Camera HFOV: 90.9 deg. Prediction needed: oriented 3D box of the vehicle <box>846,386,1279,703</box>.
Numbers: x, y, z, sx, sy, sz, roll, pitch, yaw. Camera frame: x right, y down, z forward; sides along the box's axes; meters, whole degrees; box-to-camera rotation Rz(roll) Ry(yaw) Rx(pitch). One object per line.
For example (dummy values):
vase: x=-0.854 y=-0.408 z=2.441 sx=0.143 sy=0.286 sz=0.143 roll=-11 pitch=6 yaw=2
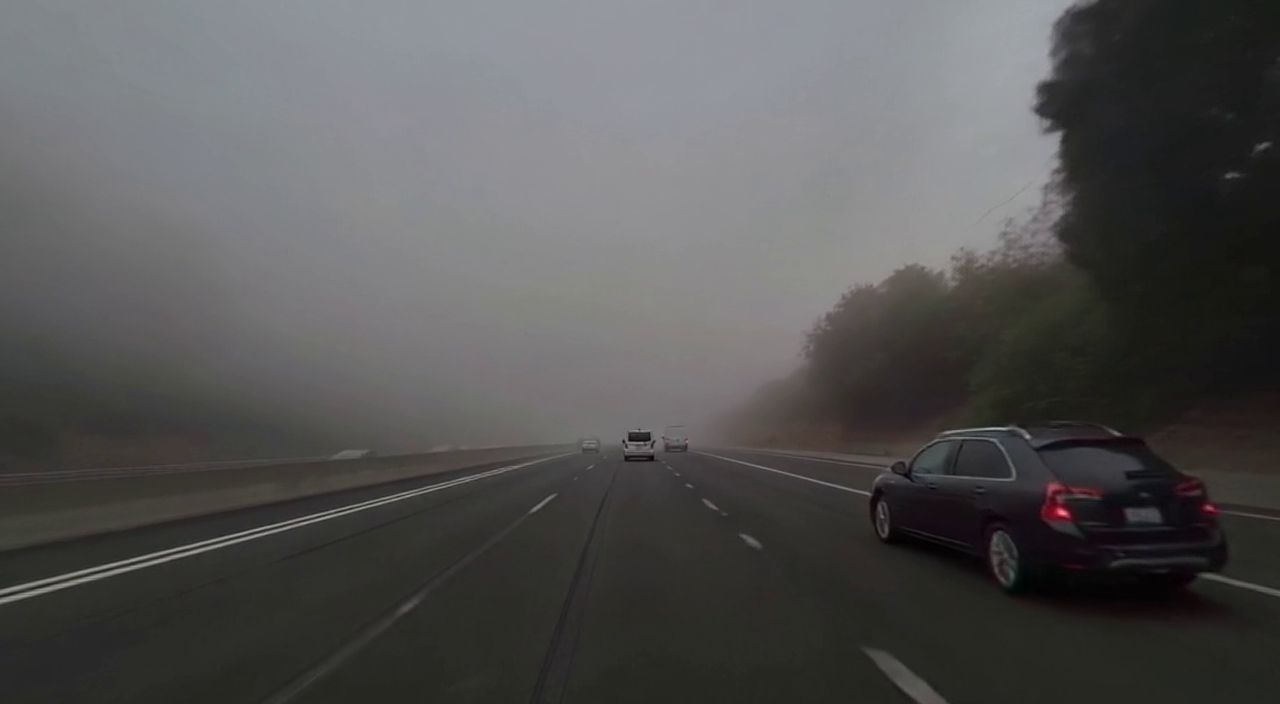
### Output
vehicle: x=3.633 y=1.263 z=5.542 sx=1.923 sy=1.562 sz=4.691 roll=0 pitch=-8 yaw=-2

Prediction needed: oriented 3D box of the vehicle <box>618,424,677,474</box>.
vehicle: x=0.232 y=3.866 z=25.351 sx=2.159 sy=1.811 sz=4.238 roll=0 pitch=-8 yaw=-1

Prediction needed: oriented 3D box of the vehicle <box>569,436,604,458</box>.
vehicle: x=-3.780 y=6.745 z=45.083 sx=2.093 sy=1.517 sz=4.648 roll=0 pitch=-8 yaw=0

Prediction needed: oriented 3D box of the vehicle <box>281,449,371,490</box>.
vehicle: x=-12.344 y=4.599 z=25.062 sx=1.705 sy=1.402 sz=3.791 roll=0 pitch=-7 yaw=-1
